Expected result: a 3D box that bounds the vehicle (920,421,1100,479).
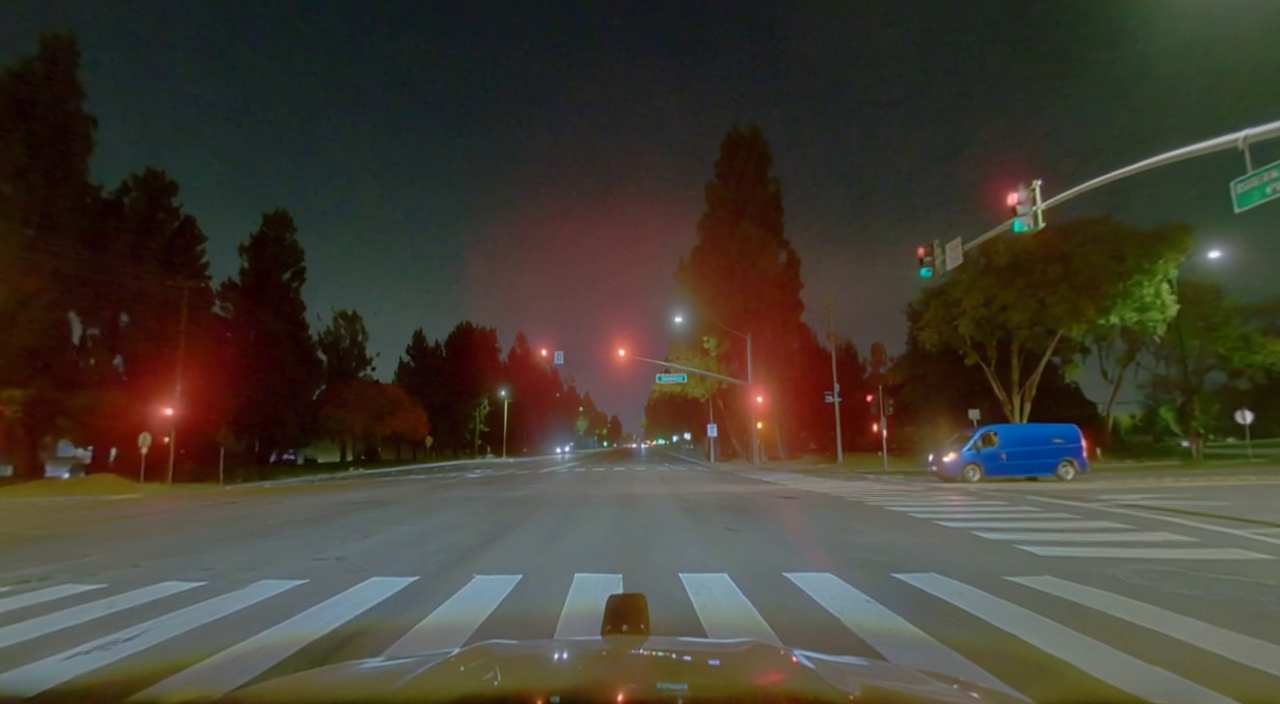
[{"bbox_3d":[12.288,3.287,21.205,4.790,1.798,1.909,0,-8,1],"label":"vehicle"}]
